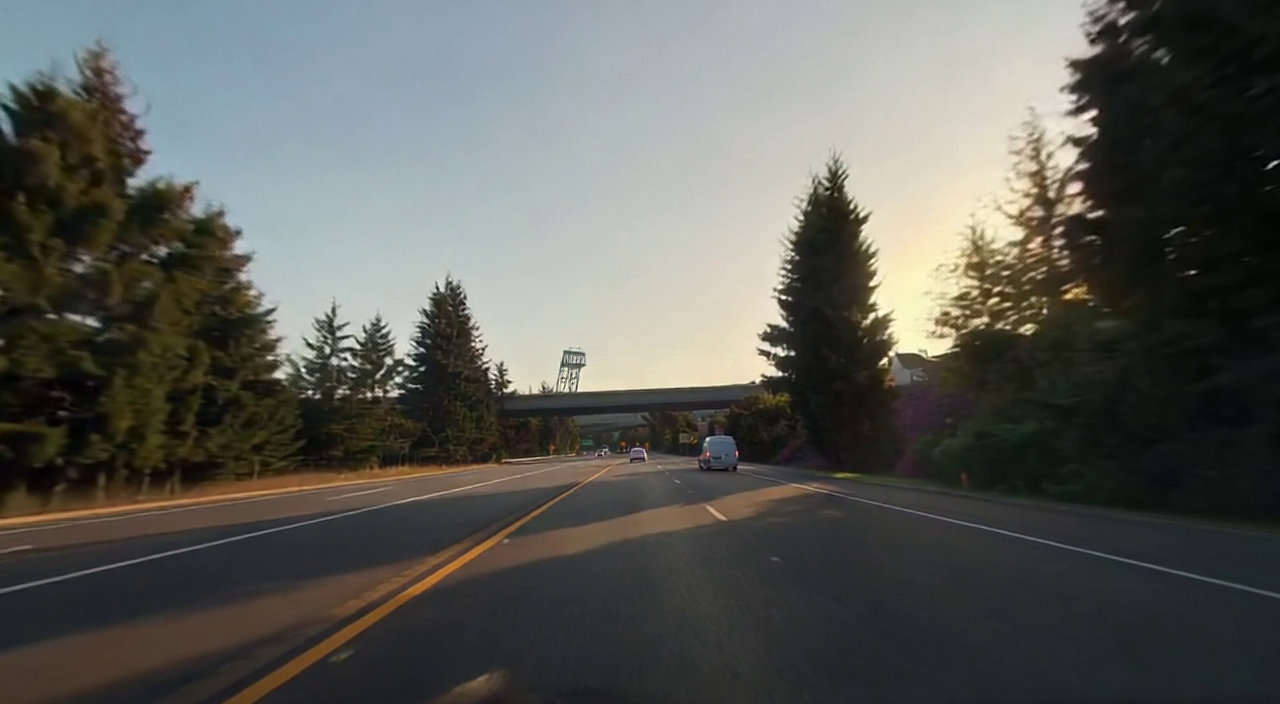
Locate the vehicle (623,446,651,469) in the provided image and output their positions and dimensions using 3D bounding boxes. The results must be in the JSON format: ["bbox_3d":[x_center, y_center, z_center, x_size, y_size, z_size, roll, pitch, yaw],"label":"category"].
[{"bbox_3d":[-0.184,7.805,46.656,2.013,1.584,3.995,0,-9,0],"label":"vehicle"}]

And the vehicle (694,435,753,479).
[{"bbox_3d":[4.067,5.220,31.665,2.152,1.998,5.380,0,-9,-1],"label":"vehicle"}]
